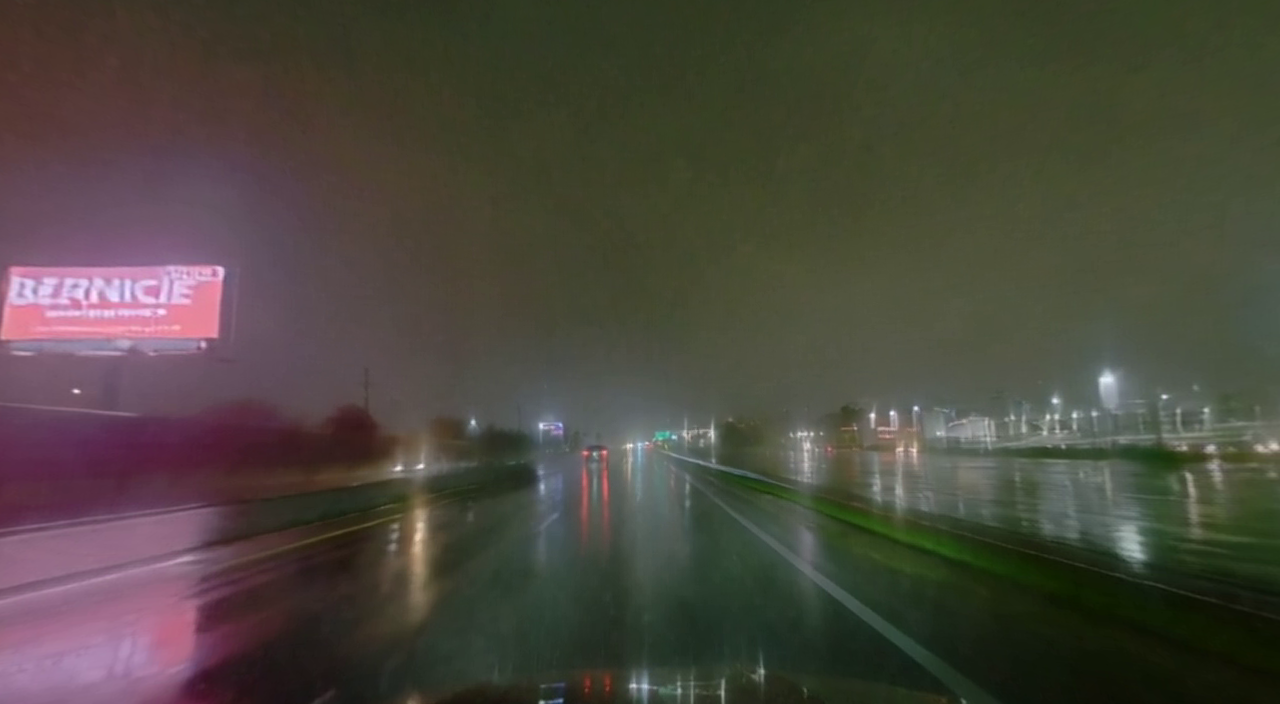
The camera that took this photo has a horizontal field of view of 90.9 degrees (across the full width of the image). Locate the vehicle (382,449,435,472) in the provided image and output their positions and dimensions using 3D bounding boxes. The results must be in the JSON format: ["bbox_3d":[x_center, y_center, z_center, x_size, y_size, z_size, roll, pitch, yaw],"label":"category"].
[{"bbox_3d":[-16.240,7.607,44.526,1.823,1.464,4.626,-1,-8,2],"label":"vehicle"}]

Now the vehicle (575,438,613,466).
[{"bbox_3d":[-3.169,7.008,44.295,2.159,1.793,5.027,-1,-8,1],"label":"vehicle"}]
